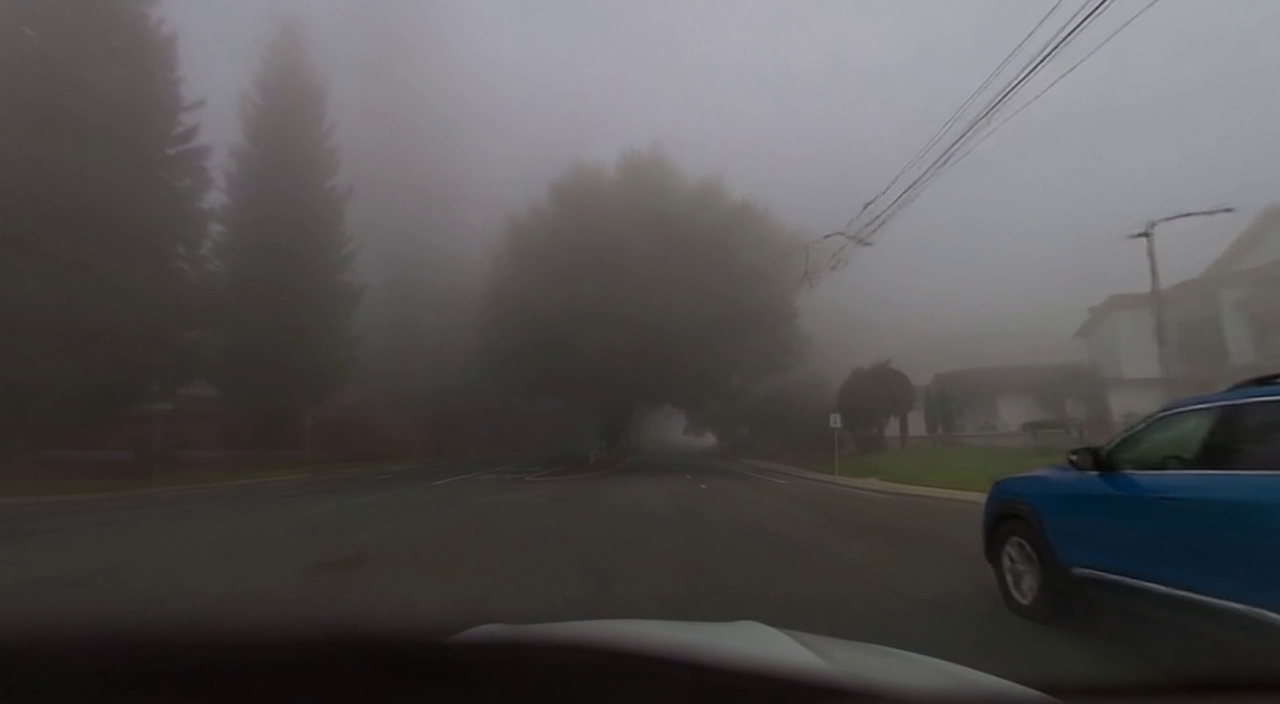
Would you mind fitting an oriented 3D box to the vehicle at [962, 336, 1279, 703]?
[{"bbox_3d":[3.949,0.870,3.122,2.193,1.777,4.772,0,-9,0],"label":"vehicle"}]
